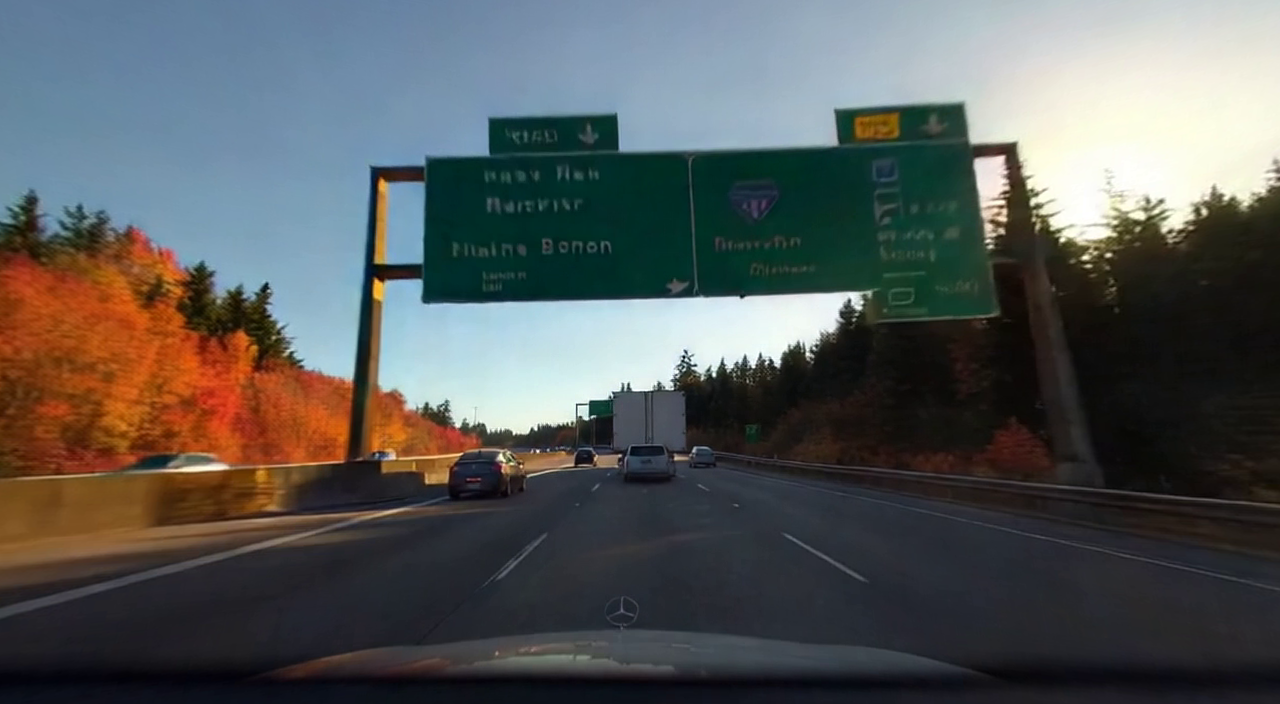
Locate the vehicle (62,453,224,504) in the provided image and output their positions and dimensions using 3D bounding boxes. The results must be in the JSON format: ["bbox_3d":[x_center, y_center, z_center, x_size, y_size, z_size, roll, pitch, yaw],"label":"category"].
[{"bbox_3d":[-17.966,4.555,23.044,2.003,1.593,4.777,0,-9,0],"label":"vehicle"}]

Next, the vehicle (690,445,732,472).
[{"bbox_3d":[4.314,6.579,38.825,2.035,1.571,4.413,0,-9,0],"label":"vehicle"}]

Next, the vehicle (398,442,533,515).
[{"bbox_3d":[-3.943,2.932,14.977,2.017,1.469,4.113,0,-9,0],"label":"vehicle"}]

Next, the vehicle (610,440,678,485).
[{"bbox_3d":[0.146,4.584,26.289,2.634,1.679,4.070,0,-9,-1],"label":"vehicle"}]

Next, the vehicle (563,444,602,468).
[{"bbox_3d":[-4.260,7.834,47.287,2.545,1.679,4.267,0,-9,0],"label":"vehicle"}]
